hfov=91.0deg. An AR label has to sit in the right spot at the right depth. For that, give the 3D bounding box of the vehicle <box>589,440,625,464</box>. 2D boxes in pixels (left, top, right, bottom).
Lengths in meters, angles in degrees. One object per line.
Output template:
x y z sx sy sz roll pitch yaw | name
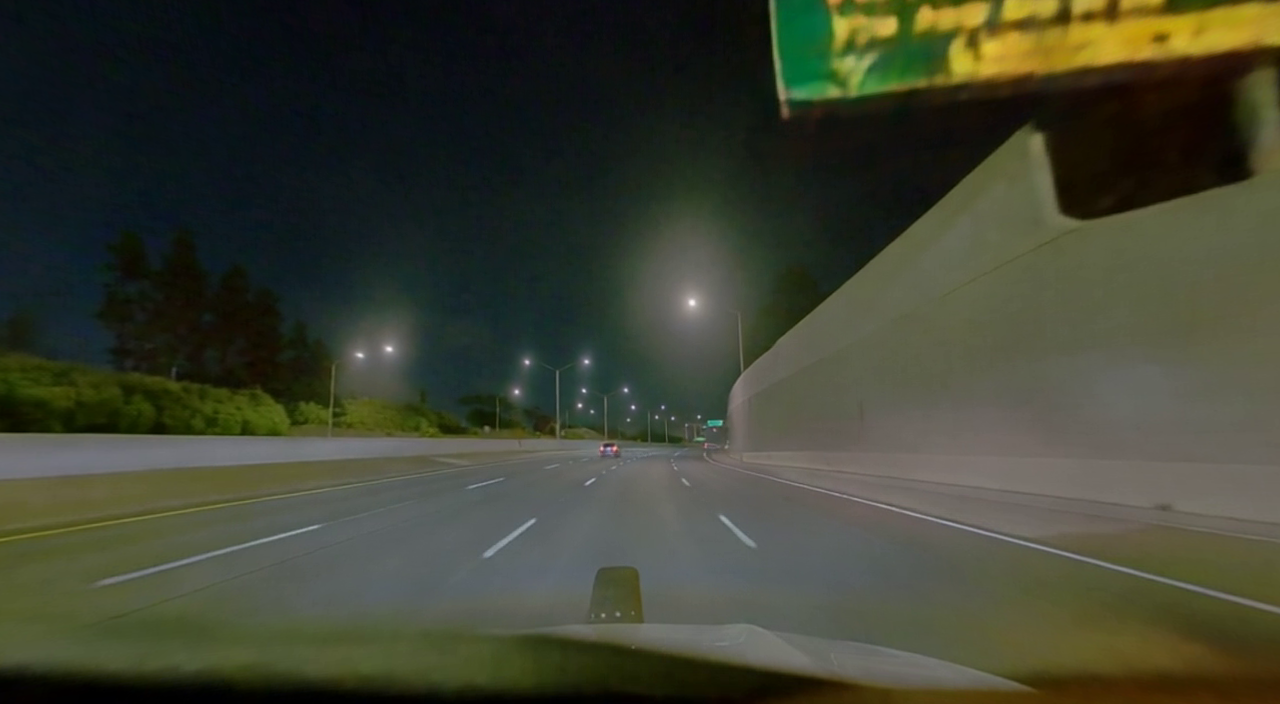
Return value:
-2.249 7.005 44.269 2.088 1.565 4.410 -1 -8 3 | vehicle

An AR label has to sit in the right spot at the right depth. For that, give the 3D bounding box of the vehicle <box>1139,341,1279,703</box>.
3.672 0.599 1.068 2.090 1.715 4.228 0 -8 -1 | vehicle
